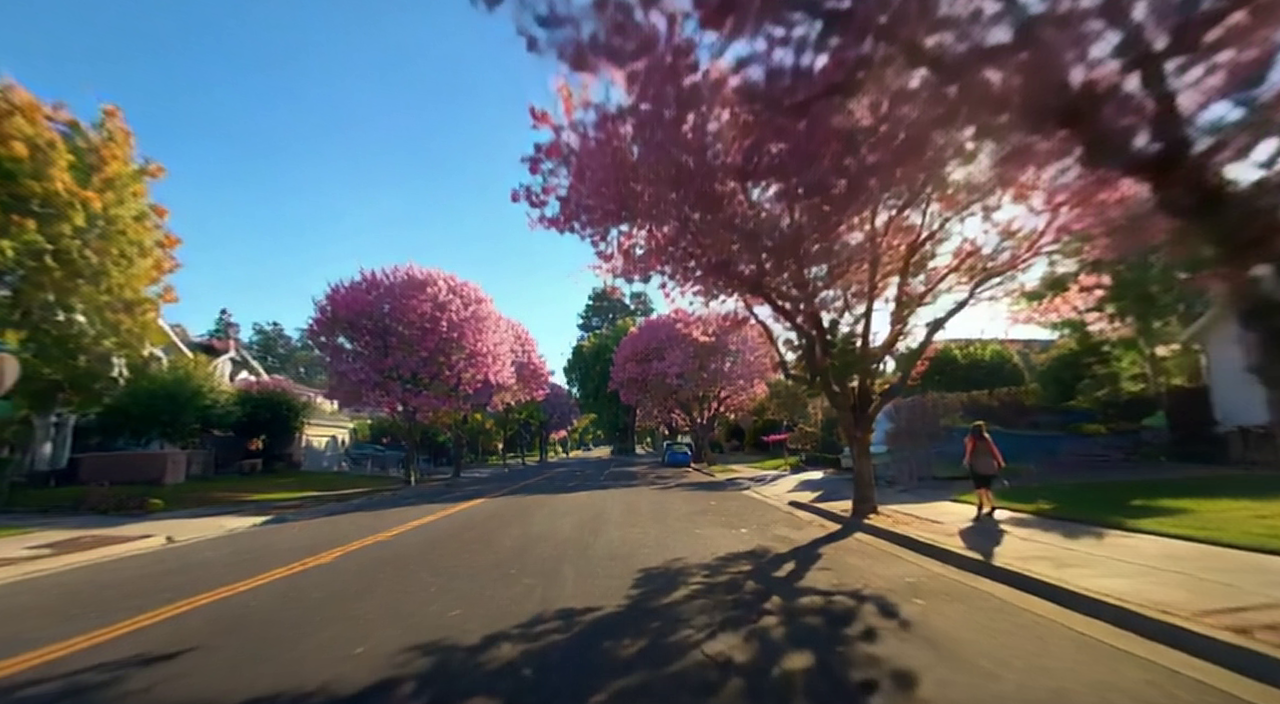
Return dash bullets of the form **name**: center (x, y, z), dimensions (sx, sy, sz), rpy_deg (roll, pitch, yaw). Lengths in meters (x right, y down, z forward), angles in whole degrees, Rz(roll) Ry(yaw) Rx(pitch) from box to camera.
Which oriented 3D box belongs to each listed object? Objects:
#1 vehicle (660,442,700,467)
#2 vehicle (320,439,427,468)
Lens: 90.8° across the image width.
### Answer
- **vehicle**: center (2.377, 6.250, 38.758), dimensions (2.022, 1.455, 4.406), rpy_deg (0, -8, -2)
- **vehicle**: center (-17.114, 6.566, 40.810), dimensions (5.902, 1.796, 2.183), rpy_deg (0, -8, -2)
